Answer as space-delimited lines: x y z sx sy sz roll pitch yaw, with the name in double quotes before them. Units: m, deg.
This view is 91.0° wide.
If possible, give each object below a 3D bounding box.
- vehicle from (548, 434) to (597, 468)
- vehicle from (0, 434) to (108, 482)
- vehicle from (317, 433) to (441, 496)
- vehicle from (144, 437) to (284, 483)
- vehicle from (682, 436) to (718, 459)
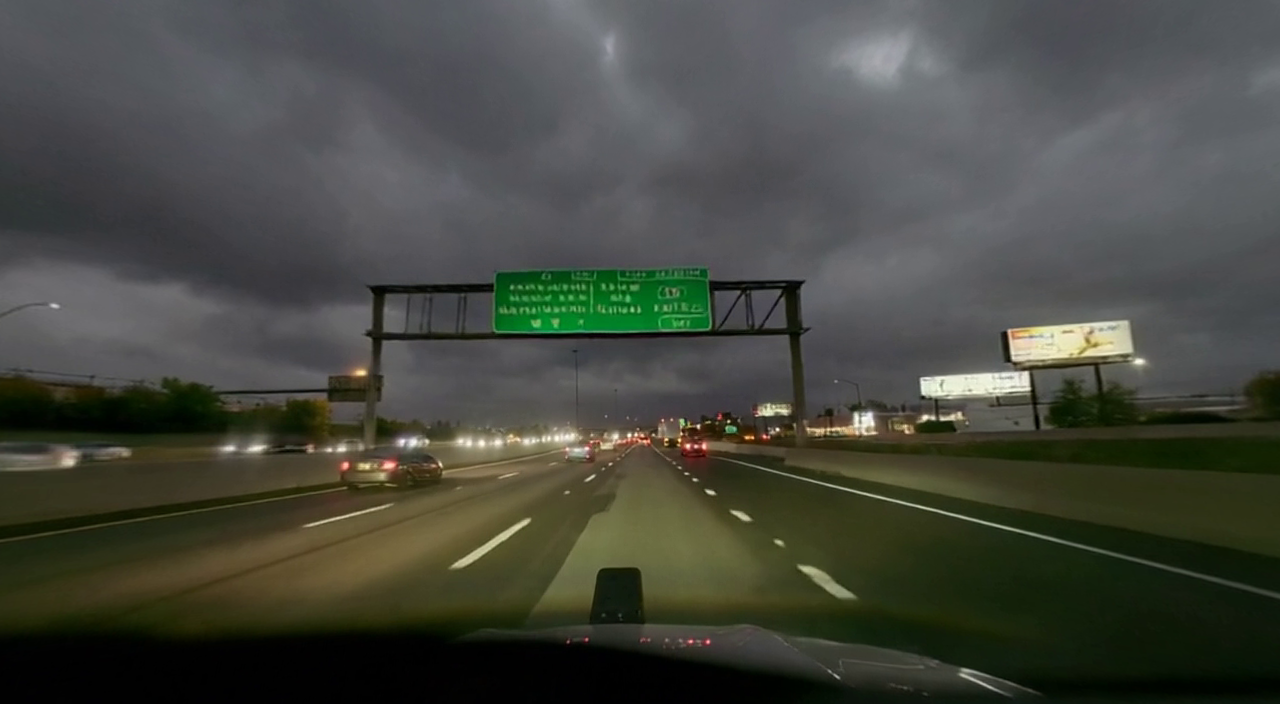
"vehicle" -3.355 5.047 32.081 2.001 1.577 4.055 0 -9 1
"vehicle" -23.148 3.974 23.887 1.964 1.642 4.444 0 -9 0
"vehicle" -7.102 3.085 17.569 1.865 1.518 3.620 0 -9 1
"vehicle" -16.118 4.102 24.207 1.944 1.535 4.831 0 -9 0
"vehicle" 4.202 6.855 44.975 2.135 1.532 4.506 0 -9 0
